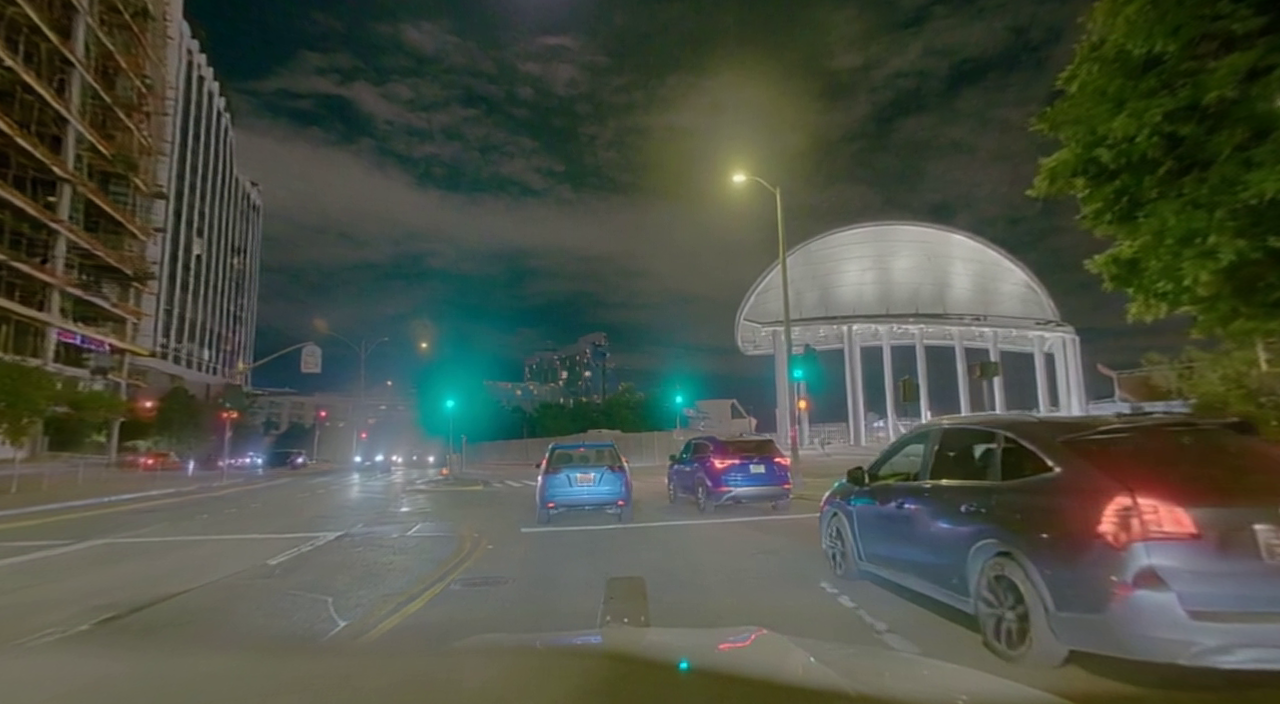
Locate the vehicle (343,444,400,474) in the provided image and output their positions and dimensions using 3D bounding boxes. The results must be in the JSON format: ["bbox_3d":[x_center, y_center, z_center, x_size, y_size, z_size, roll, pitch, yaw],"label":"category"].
[{"bbox_3d":[-16.744,6.675,39.566,2.303,1.692,4.571,1,-9,-10],"label":"vehicle"}]

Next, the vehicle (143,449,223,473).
[{"bbox_3d":[-32.010,7.608,44.195,4.653,1.459,2.228,-2,-8,21],"label":"vehicle"}]

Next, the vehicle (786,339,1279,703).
[{"bbox_3d":[3.072,1.188,5.096,2.320,1.772,4.872,0,-9,-4],"label":"vehicle"}]

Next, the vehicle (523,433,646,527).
[{"bbox_3d":[-1.329,2.585,13.333,2.132,1.632,3.889,1,-9,-12],"label":"vehicle"}]

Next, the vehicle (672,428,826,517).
[{"bbox_3d":[2.282,2.687,14.646,2.103,1.710,4.396,1,-9,-10],"label":"vehicle"}]
